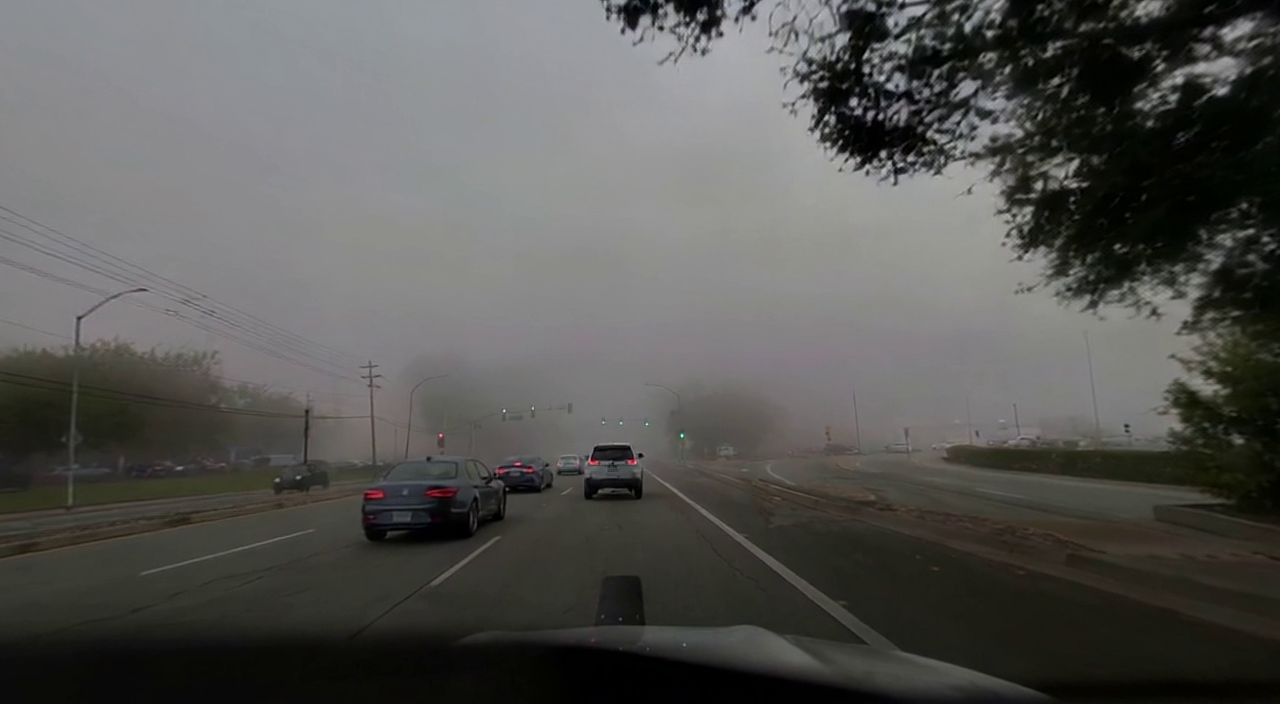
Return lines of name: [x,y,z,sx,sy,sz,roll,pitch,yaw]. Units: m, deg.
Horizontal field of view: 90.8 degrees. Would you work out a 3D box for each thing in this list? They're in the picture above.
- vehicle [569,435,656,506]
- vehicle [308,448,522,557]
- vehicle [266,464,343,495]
vehicle: [-0.743,3.433,18.710,2.276,1.850,3.897,0,-8,-1]
vehicle: [-3.529,2.425,10.969,2.064,1.464,4.373,0,-8,1]
vehicle: [-18.579,7.084,35.259,1.872,1.468,4.316,0,-8,1]
